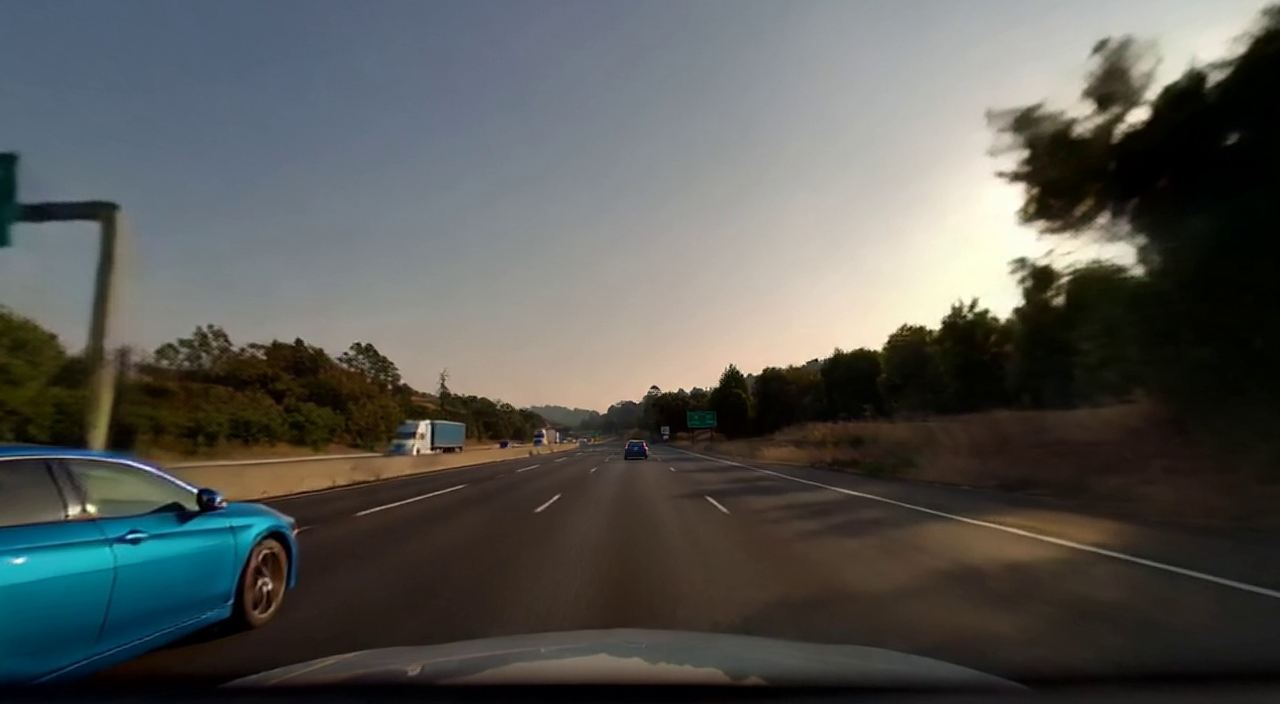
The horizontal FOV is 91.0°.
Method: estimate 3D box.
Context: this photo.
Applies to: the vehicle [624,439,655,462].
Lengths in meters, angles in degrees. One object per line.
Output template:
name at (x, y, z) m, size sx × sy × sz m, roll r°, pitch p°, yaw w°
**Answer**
vehicle at (-0.075, 6.774, 43.459) m, size 2.028 × 1.440 × 3.690 m, roll 0°, pitch -8°, yaw -1°
